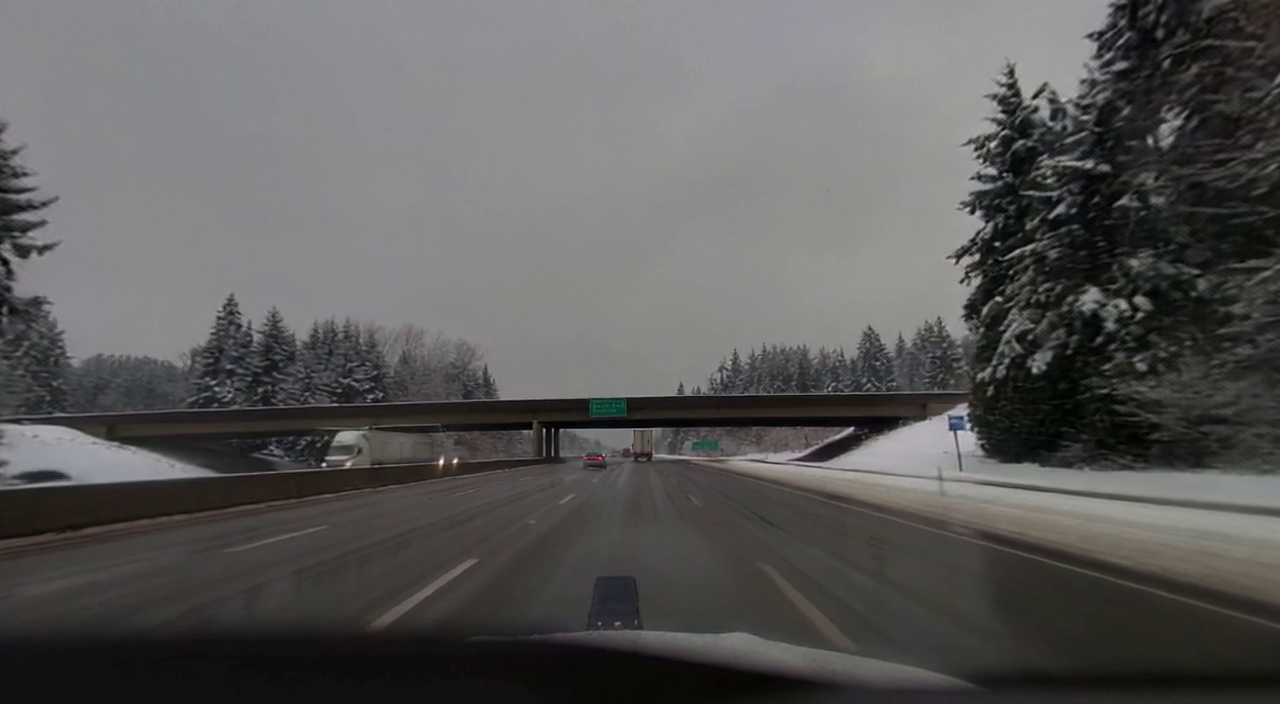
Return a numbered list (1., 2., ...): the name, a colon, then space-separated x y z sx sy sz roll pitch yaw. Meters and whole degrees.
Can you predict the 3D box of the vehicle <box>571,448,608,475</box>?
1. vehicle: -3.367 7.413 43.001 2.160 1.724 4.997 0 -9 0
